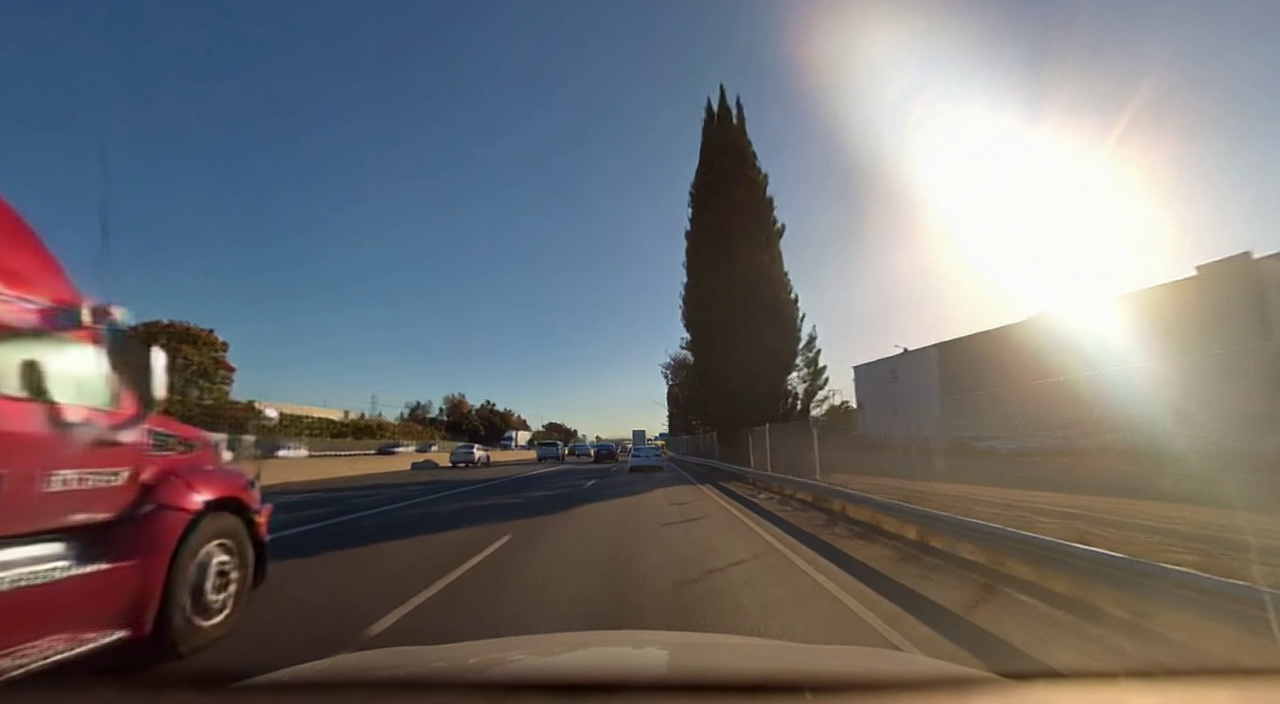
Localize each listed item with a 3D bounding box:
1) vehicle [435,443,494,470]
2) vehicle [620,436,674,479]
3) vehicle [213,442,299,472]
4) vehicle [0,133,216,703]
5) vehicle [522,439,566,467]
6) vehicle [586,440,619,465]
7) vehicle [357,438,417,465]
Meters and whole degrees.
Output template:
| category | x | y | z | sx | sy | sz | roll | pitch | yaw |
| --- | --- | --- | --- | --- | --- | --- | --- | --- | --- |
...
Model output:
| category | x | y | z | sx | sy | sz | roll | pitch | yaw |
| --- | --- | --- | --- | --- | --- | --- | --- | --- | --- |
| vehicle | -10.345 | 6.167 | 37.523 | 1.910 | 1.501 | 5.004 | -1 | -8 | 2 |
| vehicle | 0.307 | 4.491 | 27.224 | 2.136 | 1.678 | 4.052 | 0 | -8 | 1 |
| vehicle | -23.905 | 6.525 | 39.546 | 2.266 | 1.757 | 4.822 | 0 | -8 | 1 |
| vehicle | -3.541 | 0.181 | 0.221 | 2.693 | 2.348 | 5.694 | 0 | -8 | 1 |
| vehicle | -6.367 | 6.749 | 42.424 | 2.105 | 1.790 | 4.689 | -1 | -8 | 2 |
| vehicle | -2.850 | 7.802 | 49.367 | 2.108 | 1.832 | 4.549 | -1 | -8 | 3 |
| vehicle | -19.836 | 7.808 | 49.737 | 2.310 | 1.958 | 5.297 | -1 | -8 | 2 |
